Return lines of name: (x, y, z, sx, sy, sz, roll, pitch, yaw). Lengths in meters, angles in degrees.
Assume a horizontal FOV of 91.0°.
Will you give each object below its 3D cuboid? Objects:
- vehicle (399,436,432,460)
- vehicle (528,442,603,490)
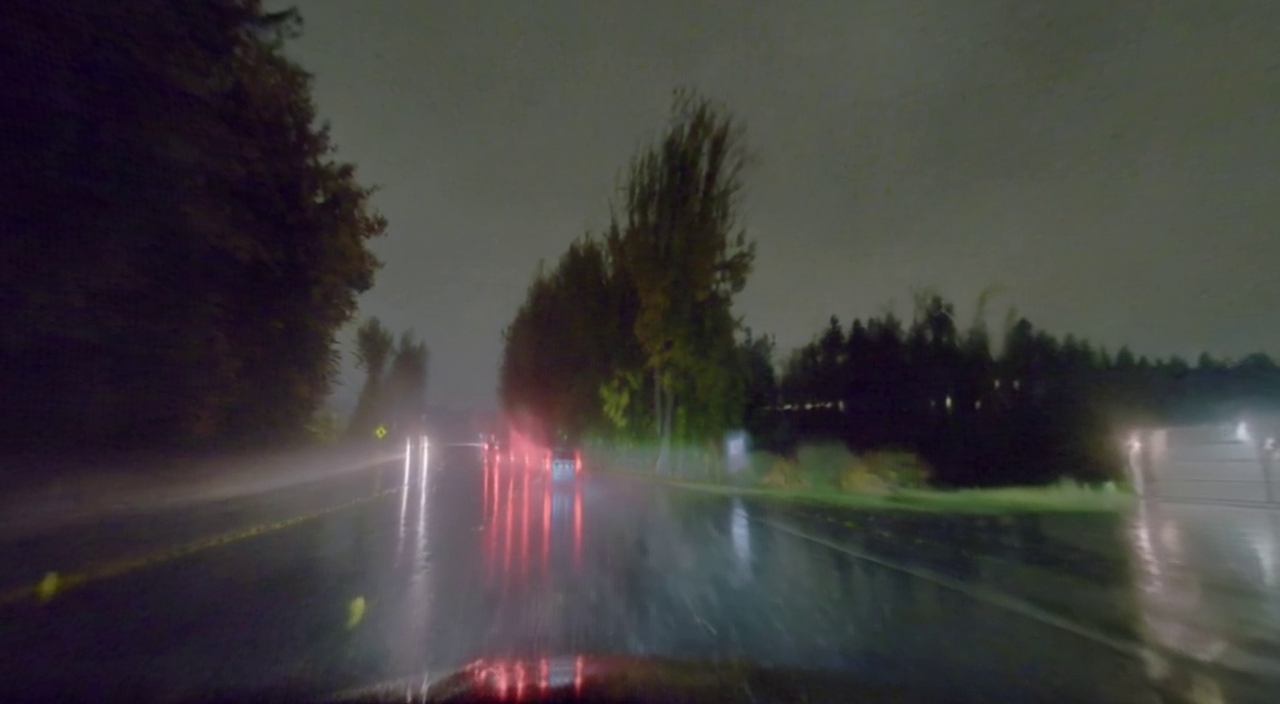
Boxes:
vehicle: (-16.490, 7.066, 46.364, 1.894, 1.621, 3.900, 2, -9, -14)
vehicle: (-2.735, 3.979, 22.350, 2.296, 1.510, 4.068, 2, -9, -11)
